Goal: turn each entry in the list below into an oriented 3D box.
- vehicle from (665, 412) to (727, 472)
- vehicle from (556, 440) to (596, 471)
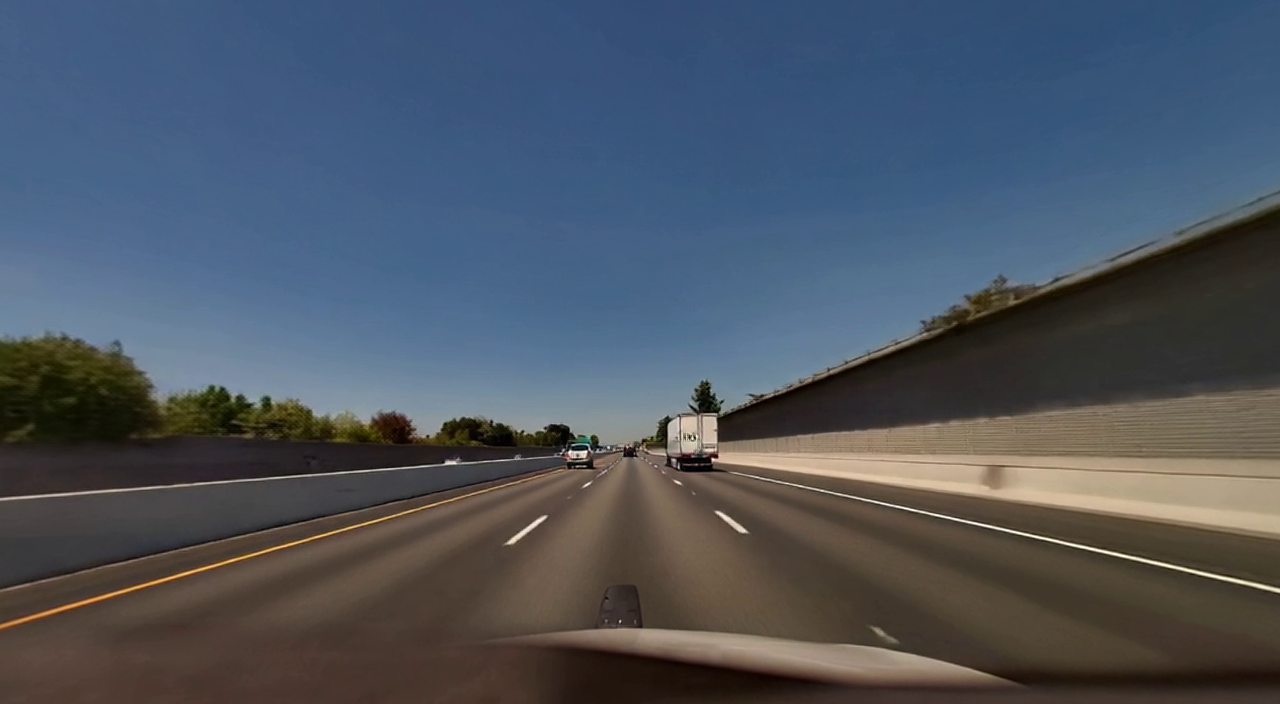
[{"bbox_3d":[3.562,6.245,43.132,2.823,3.509,12.118,0,-9,-1],"label":"vehicle"},{"bbox_3d":[-4.088,6.724,40.809,2.173,1.857,4.800,0,-9,-1],"label":"vehicle"}]
